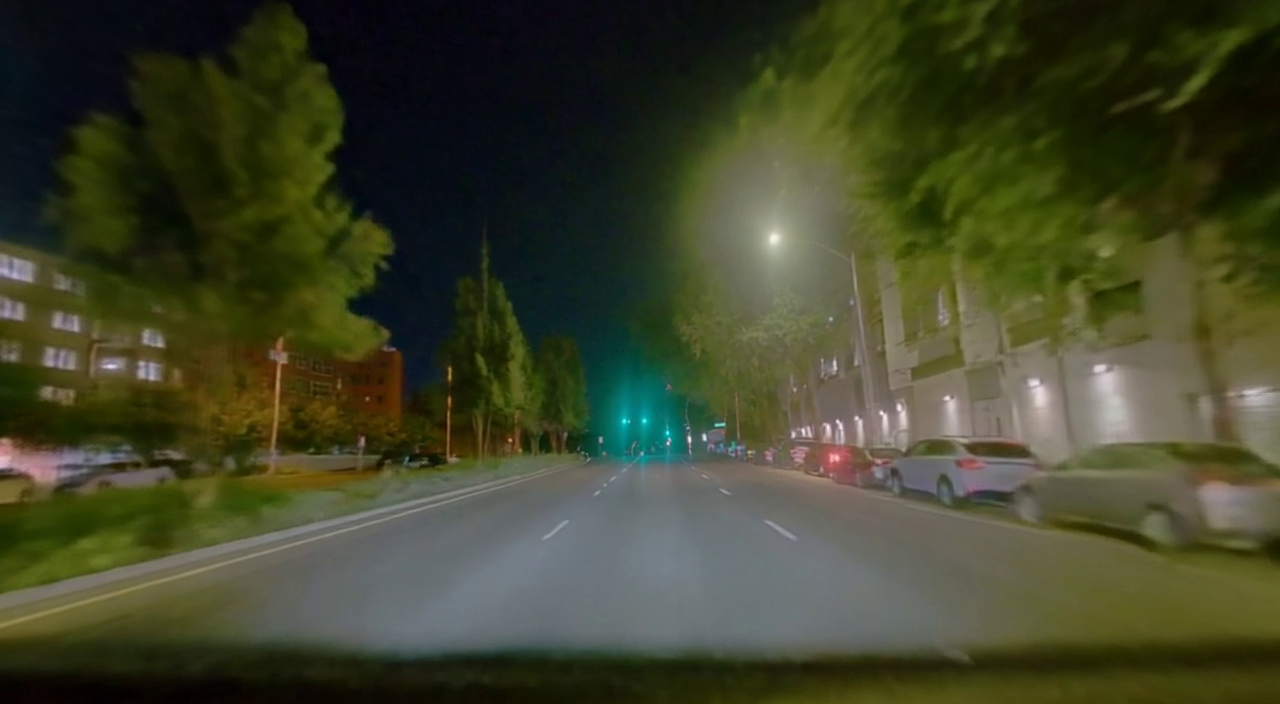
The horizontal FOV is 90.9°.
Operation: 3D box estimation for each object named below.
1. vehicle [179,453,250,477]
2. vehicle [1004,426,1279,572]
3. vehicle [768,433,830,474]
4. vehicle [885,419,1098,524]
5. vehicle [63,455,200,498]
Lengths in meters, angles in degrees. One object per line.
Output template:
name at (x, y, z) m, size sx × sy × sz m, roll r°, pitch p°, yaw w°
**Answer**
vehicle at (-28.897, 7.665, 42.999) m, size 1.879 × 1.518 × 4.165 m, roll -1°, pitch -9°, yaw 1°
vehicle at (7.330, 1.919, 8.936) m, size 1.786 × 1.538 × 4.266 m, roll 2°, pitch -9°, yaw 0°
vehicle at (7.811, 5.045, 31.472) m, size 1.908 × 1.833 × 4.711 m, roll 0°, pitch -9°, yaw 1°
vehicle at (7.305, 2.537, 13.869) m, size 1.974 × 1.876 × 4.842 m, roll -1°, pitch -9°, yaw 2°
vehicle at (-21.696, 5.288, 27.220) m, size 1.936 × 1.538 × 4.777 m, roll -3°, pitch -9°, yaw 0°
